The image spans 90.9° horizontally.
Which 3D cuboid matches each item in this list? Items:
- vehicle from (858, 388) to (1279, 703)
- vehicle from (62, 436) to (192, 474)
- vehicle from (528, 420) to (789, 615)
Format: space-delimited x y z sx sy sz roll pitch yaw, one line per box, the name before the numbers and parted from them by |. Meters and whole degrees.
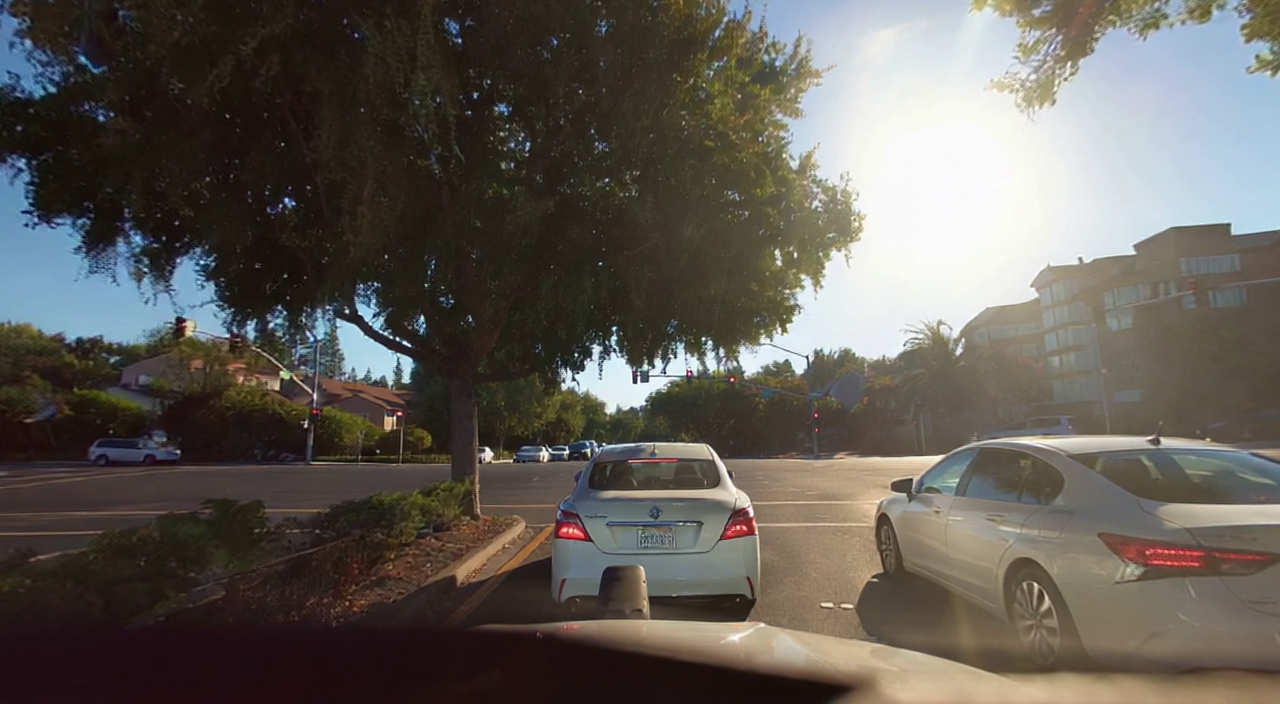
vehicle | 3.173 1.120 3.892 1.931 1.493 4.555 0 -8 -1
vehicle | -24.288 4.871 29.981 4.450 1.684 1.894 0 -8 0
vehicle | 0.103 1.564 6.870 2.017 1.485 3.813 0 -8 -1
